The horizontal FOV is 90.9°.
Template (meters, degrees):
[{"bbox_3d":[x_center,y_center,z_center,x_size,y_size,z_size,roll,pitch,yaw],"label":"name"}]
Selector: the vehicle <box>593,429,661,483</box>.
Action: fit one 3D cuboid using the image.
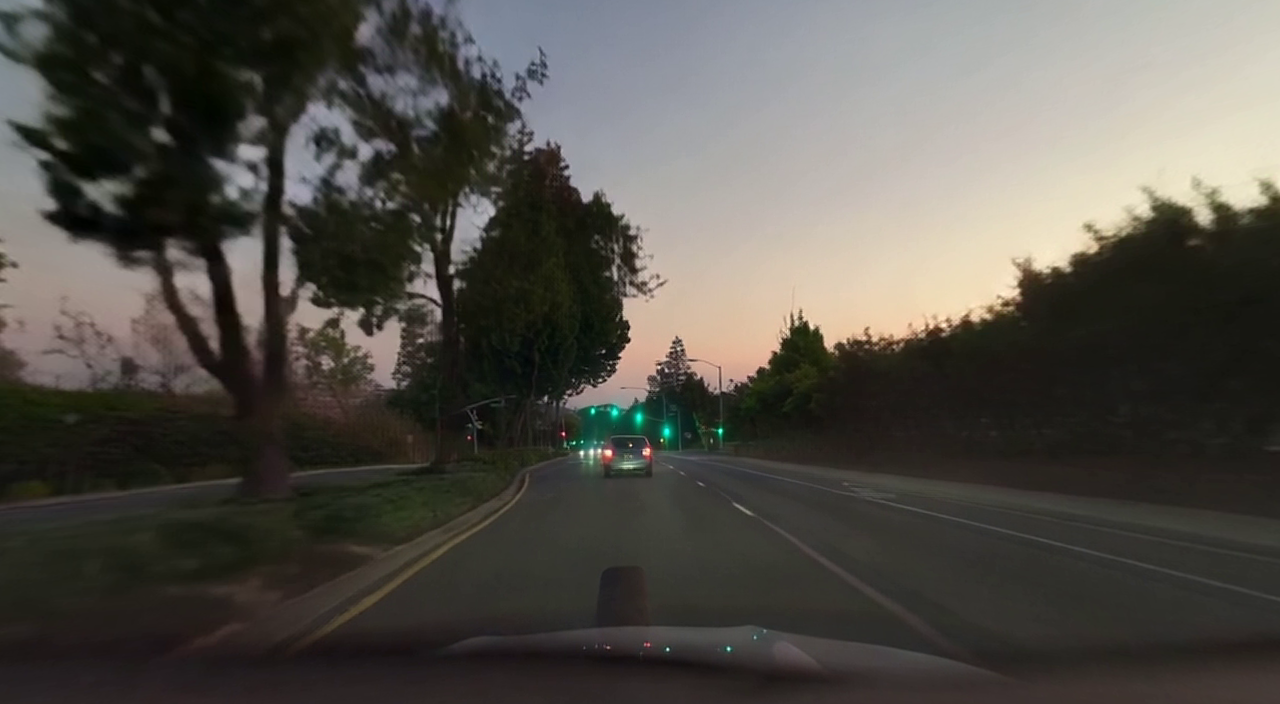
[{"bbox_3d":[-0.456,3.704,22.652,2.192,1.734,4.176,0,-8,-1],"label":"vehicle"}]
